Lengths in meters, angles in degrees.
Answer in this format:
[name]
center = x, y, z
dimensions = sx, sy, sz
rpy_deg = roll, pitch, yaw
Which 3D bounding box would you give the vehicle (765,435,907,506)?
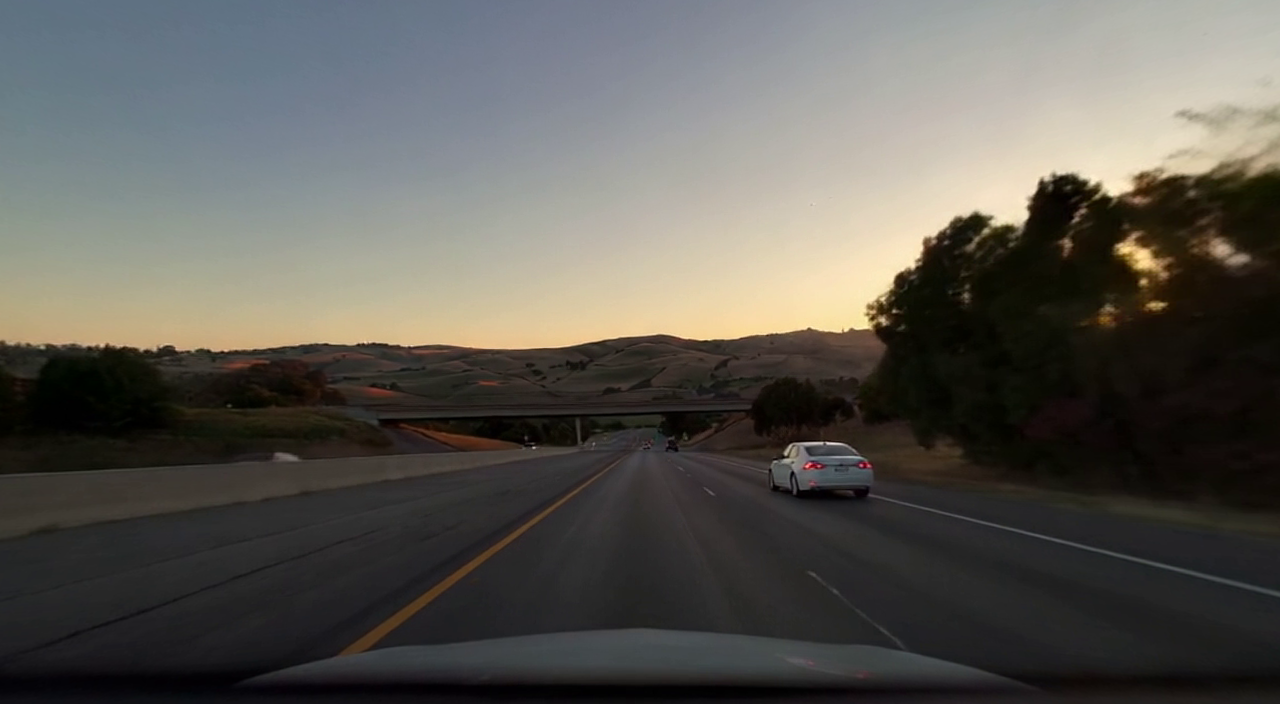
[vehicle]
center = 4.641, 2.873, 15.826
dimensions = 2.027, 1.487, 4.718
rpy_deg = 0, -8, 0
